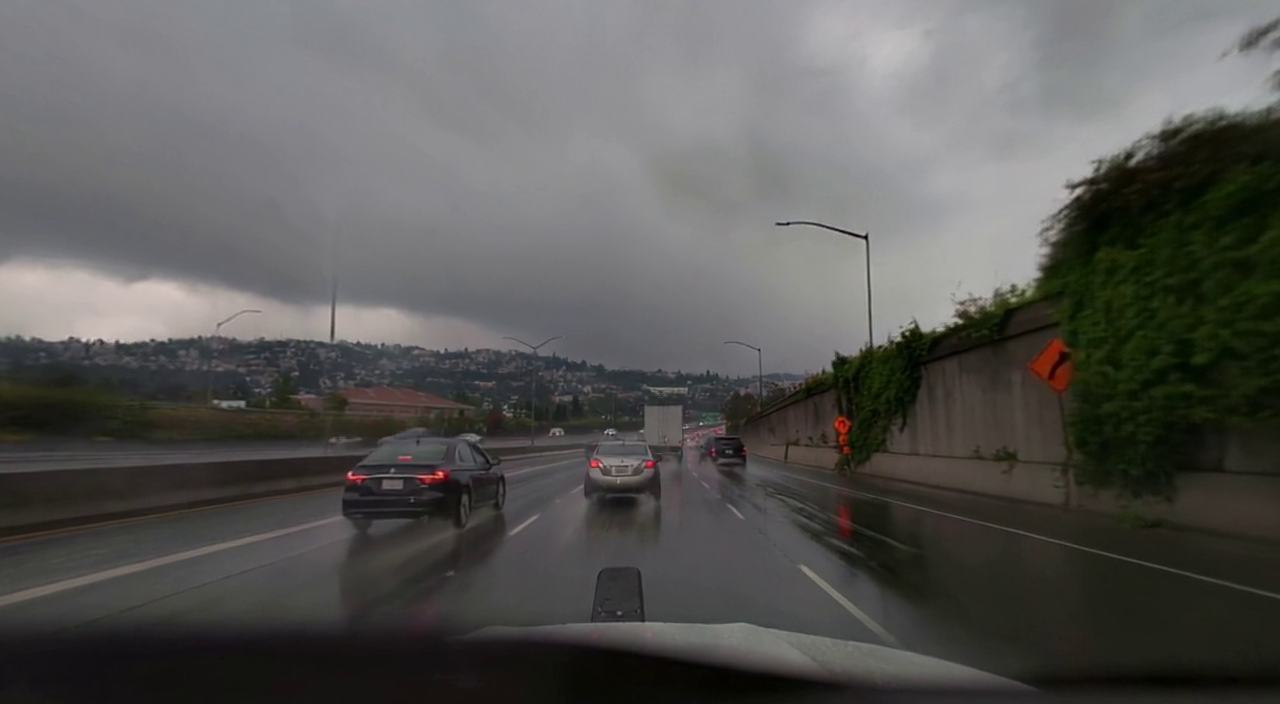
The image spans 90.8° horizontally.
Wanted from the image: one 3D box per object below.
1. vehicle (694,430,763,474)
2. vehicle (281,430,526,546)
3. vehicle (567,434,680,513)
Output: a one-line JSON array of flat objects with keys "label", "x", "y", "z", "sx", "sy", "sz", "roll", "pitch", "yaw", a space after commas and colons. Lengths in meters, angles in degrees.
[{"label": "vehicle", "x": 3.595, "y": 4.211, "z": 26.651, "sx": 2.166, "sy": 1.666, "sz": 4.618, "roll": 0, "pitch": -9, "yaw": -1}, {"label": "vehicle", "x": -3.527, "y": 2.151, "z": 10.753, "sx": 2.130, "sy": 1.474, "sz": 5.027, "roll": -1, "pitch": -9, "yaw": 1}, {"label": "vehicle", "x": -0.287, "y": 2.598, "z": 13.966, "sx": 2.136, "sy": 1.470, "sz": 3.971, "roll": 0, "pitch": -9, "yaw": 1}]
